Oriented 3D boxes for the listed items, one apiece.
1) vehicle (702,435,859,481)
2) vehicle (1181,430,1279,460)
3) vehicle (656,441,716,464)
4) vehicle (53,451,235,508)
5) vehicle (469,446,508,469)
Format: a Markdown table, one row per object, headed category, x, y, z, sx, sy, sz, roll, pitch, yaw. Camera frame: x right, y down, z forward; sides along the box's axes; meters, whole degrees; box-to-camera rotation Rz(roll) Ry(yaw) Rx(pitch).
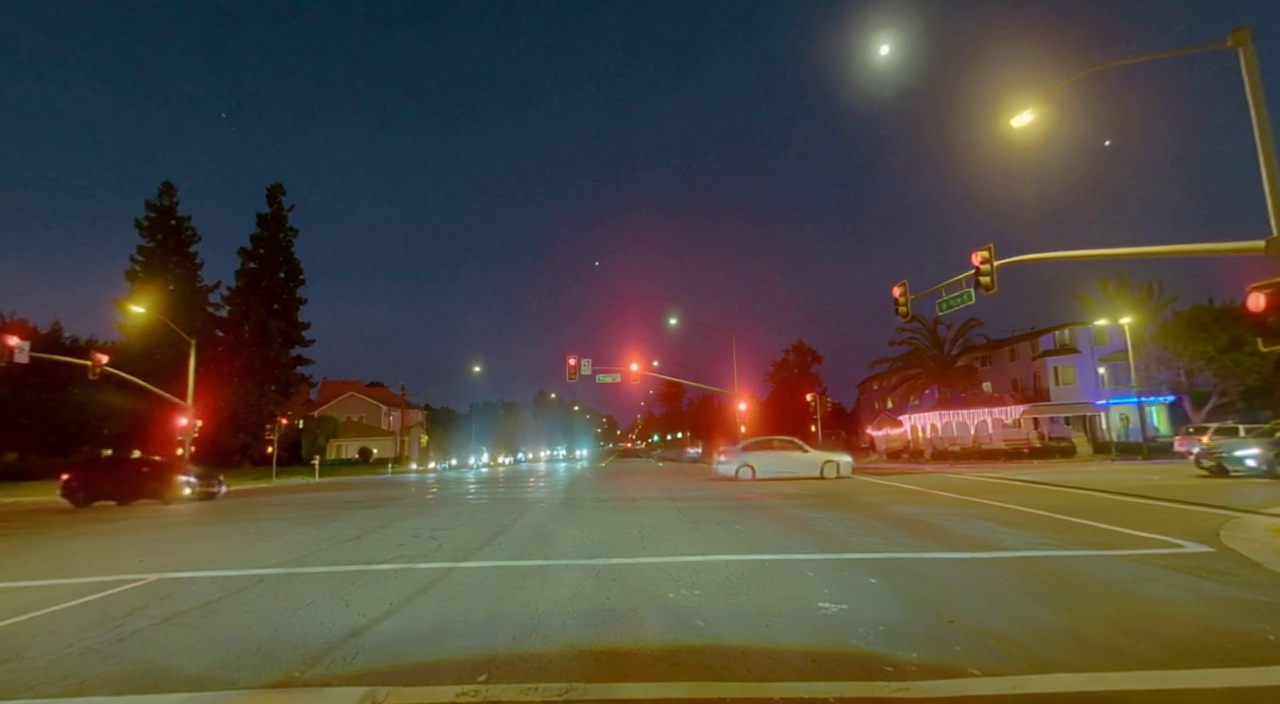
| category | x | y | z | sx | sy | sz | roll | pitch | yaw |
| --- | --- | --- | --- | --- | --- | --- | --- | --- | --- |
| vehicle | 4.645 | 3.589 | 21.506 | 4.823 | 1.449 | 2.017 | 0 | -9 | -1 |
| vehicle | 31.333 | 4.882 | 33.015 | 4.318 | 1.488 | 1.870 | 0 | -9 | -1 |
| vehicle | 3.177 | 7.102 | 44.908 | 1.932 | 1.539 | 4.873 | 4 | -10 | -28 |
| vehicle | -16.498 | 4.239 | 21.189 | 4.431 | 1.739 | 1.935 | -1 | -9 | 1 |
| vehicle | -10.686 | 7.454 | 44.768 | 1.881 | 1.509 | 3.377 | 0 | -9 | 1 |
